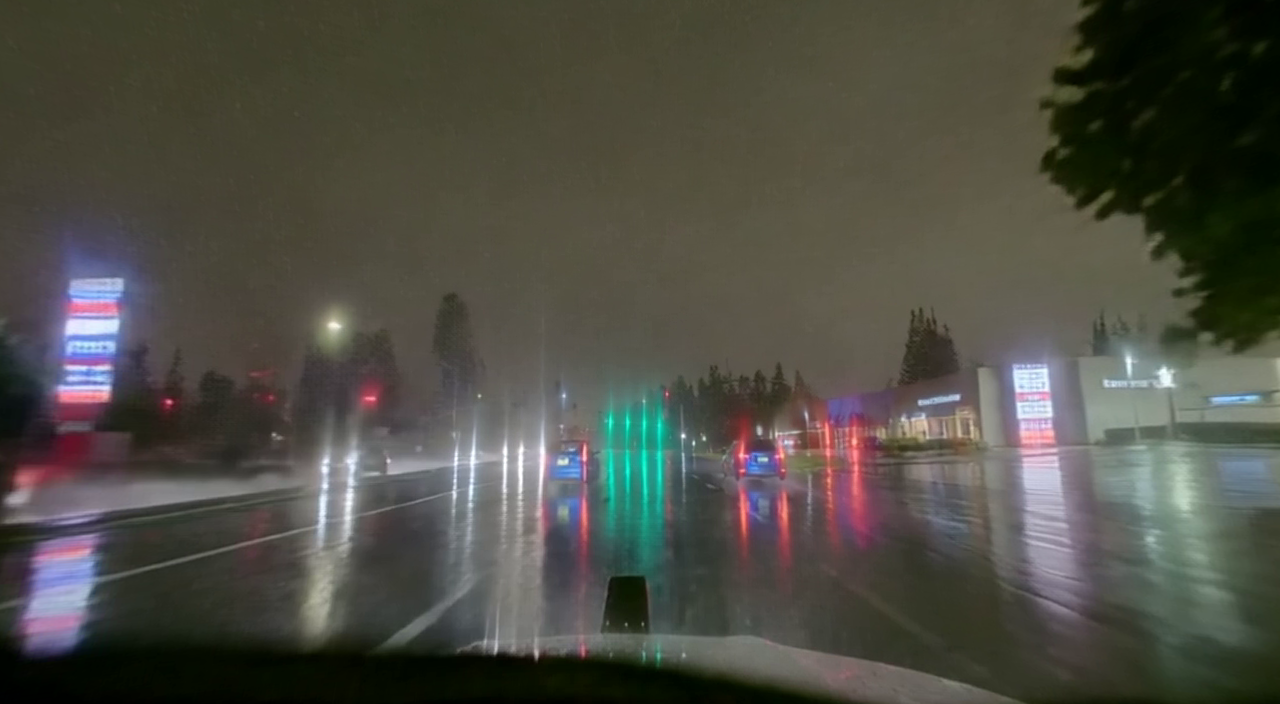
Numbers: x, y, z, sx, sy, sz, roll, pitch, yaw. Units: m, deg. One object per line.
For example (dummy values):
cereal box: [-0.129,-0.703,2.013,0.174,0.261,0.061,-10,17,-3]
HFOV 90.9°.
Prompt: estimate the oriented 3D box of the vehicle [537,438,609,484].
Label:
vehicle: [-2.347,3.958,23.211,2.001,1.504,4.212,-1,-8,3]

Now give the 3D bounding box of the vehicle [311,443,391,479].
vehicle: [-15.223,5.741,33.485,2.052,1.729,4.598,0,-8,0]

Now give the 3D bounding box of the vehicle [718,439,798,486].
vehicle: [4.075,3.888,22.537,1.977,1.474,4.399,0,-8,-1]
